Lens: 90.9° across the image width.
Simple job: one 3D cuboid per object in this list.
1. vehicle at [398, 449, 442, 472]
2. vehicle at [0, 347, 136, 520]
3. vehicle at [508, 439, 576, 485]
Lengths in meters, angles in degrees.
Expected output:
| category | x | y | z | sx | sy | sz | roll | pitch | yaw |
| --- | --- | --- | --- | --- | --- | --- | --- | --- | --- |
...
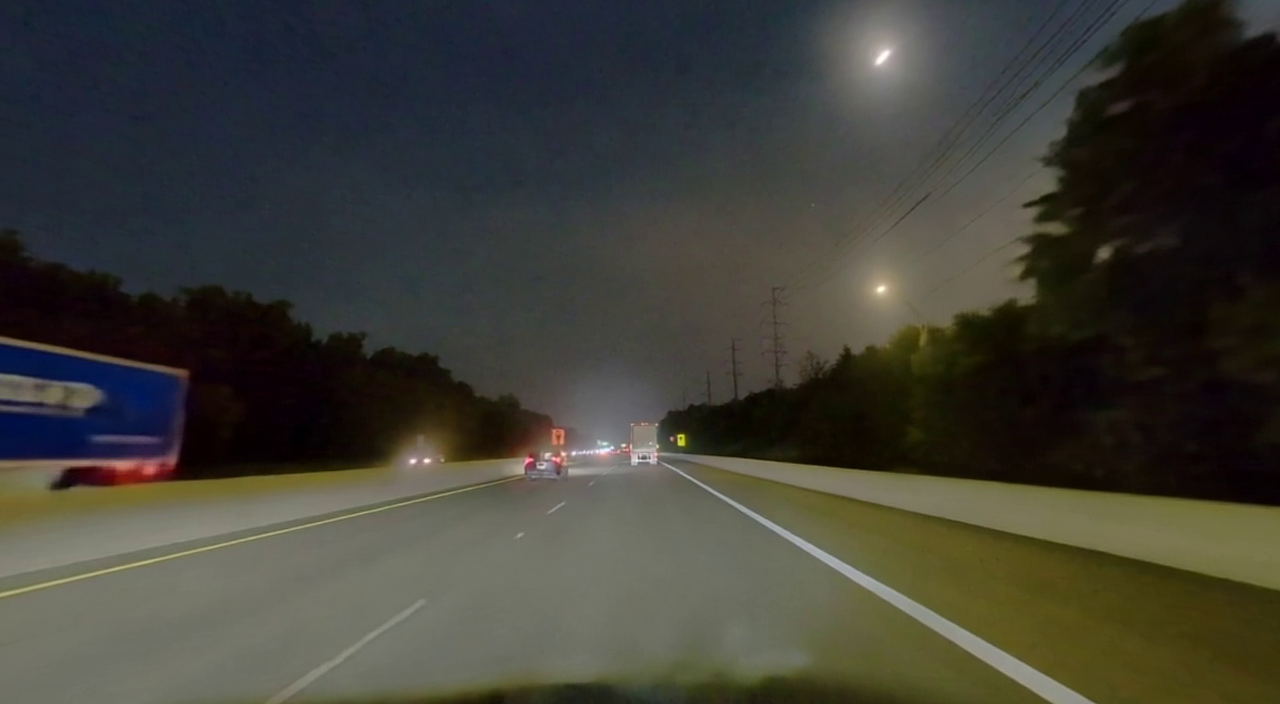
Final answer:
| category | x | y | z | sx | sy | sz | roll | pitch | yaw |
| --- | --- | --- | --- | --- | --- | --- | --- | --- | --- |
| vehicle | -15.932 | 7.884 | 45.844 | 1.827 | 1.579 | 3.858 | 0 | -9 | -1 |
| vehicle | -16.674 | 1.192 | 10.051 | 3.467 | 3.980 | 16.803 | 0 | -9 | 0 |
| vehicle | -3.933 | 4.507 | 26.049 | 2.111 | 1.735 | 4.066 | 0 | -9 | 0 |
